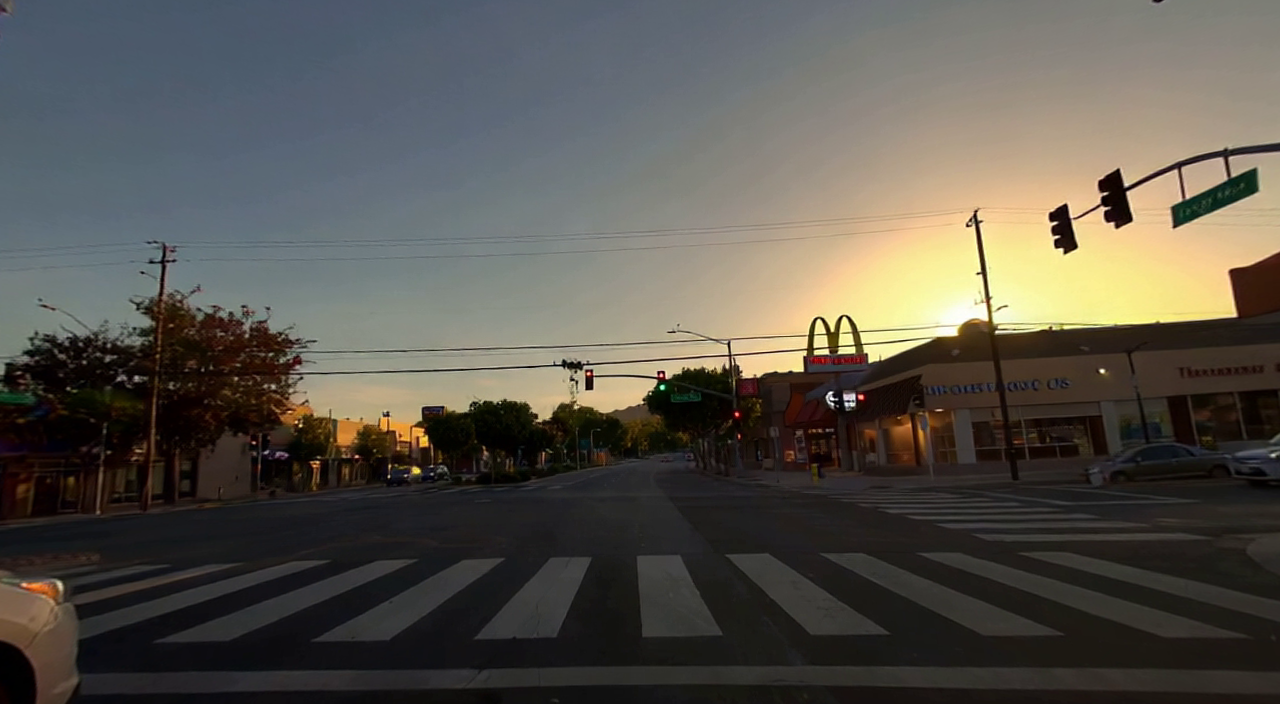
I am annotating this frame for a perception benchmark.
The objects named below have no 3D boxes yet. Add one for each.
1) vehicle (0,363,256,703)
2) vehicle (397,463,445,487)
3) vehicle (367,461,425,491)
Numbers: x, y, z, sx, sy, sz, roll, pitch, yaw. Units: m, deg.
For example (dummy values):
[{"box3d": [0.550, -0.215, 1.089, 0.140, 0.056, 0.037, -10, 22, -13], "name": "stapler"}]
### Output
[{"box3d": [-3.408, 0.737, 1.405, 2.081, 1.644, 4.523, 0, -9, 2], "name": "vehicle"}, {"box3d": [-15.743, 8.832, 45.409, 1.931, 1.471, 4.152, 0, -9, 0], "name": "vehicle"}, {"box3d": [-19.205, 9.738, 49.816, 2.227, 2.033, 5.614, 0, -9, 1], "name": "vehicle"}]
